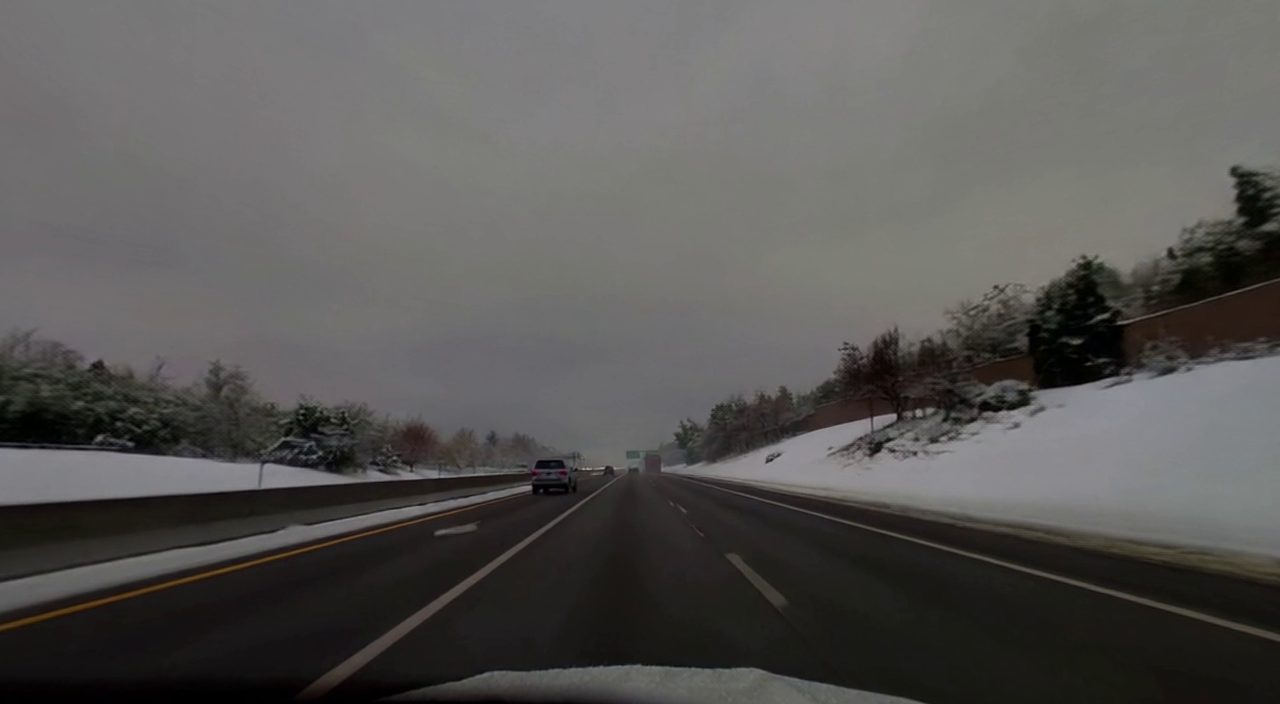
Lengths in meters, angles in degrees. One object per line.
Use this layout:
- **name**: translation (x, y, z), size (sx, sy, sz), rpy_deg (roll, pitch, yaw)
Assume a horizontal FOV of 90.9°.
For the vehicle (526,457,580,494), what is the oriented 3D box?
- **vehicle**: translation (-4.503, 6.490, 33.291), size (2.178, 1.736, 4.847), rpy_deg (1, -10, 0)
